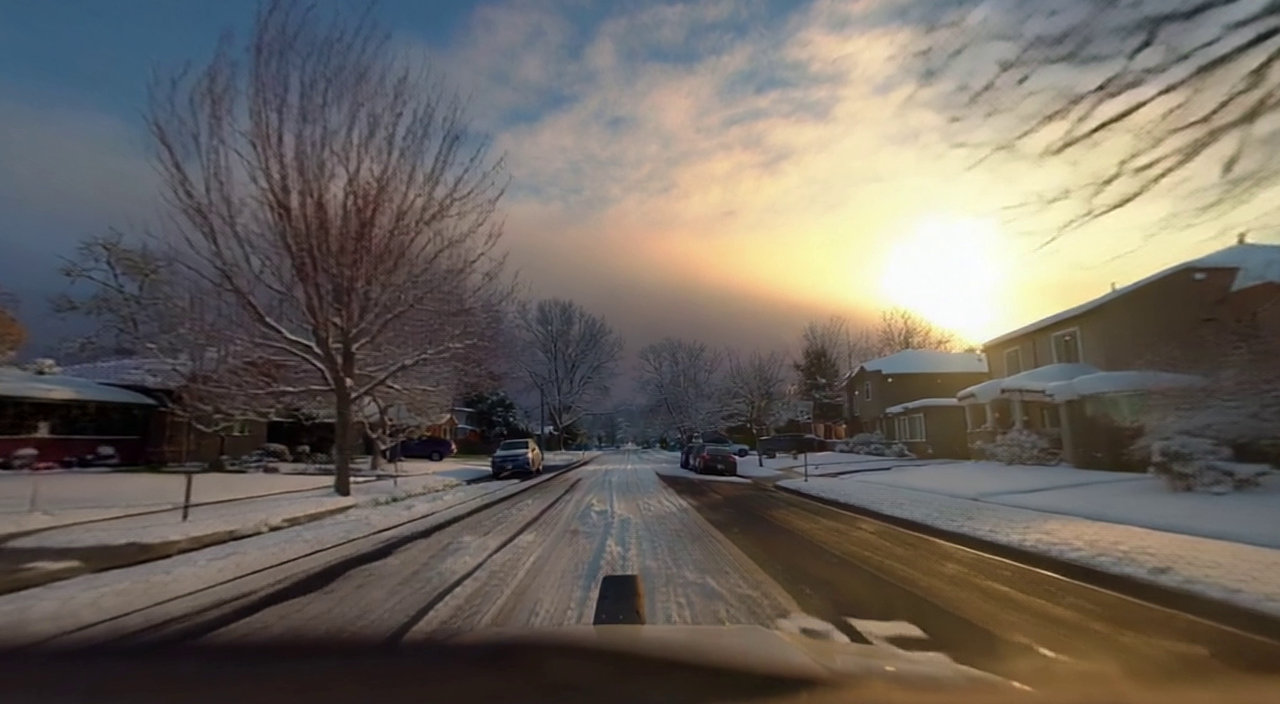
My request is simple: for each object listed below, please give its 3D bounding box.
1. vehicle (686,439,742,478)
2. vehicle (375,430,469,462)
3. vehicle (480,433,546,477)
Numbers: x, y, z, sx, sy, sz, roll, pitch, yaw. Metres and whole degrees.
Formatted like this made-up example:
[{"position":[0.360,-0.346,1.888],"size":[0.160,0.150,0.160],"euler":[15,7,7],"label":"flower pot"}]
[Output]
[{"position":[3.543,5.197,31.114],"size":[2.033,1.730,4.554],"euler":[0,-9,-2],"label":"vehicle"},{"position":[-13.355,5.803,38.955],"size":[5.024,1.903,2.102],"euler":[0,-9,0],"label":"vehicle"},{"position":[-6.255,5.184,31.849],"size":[2.322,1.949,5.695],"euler":[-1,-9,-2],"label":"vehicle"}]
